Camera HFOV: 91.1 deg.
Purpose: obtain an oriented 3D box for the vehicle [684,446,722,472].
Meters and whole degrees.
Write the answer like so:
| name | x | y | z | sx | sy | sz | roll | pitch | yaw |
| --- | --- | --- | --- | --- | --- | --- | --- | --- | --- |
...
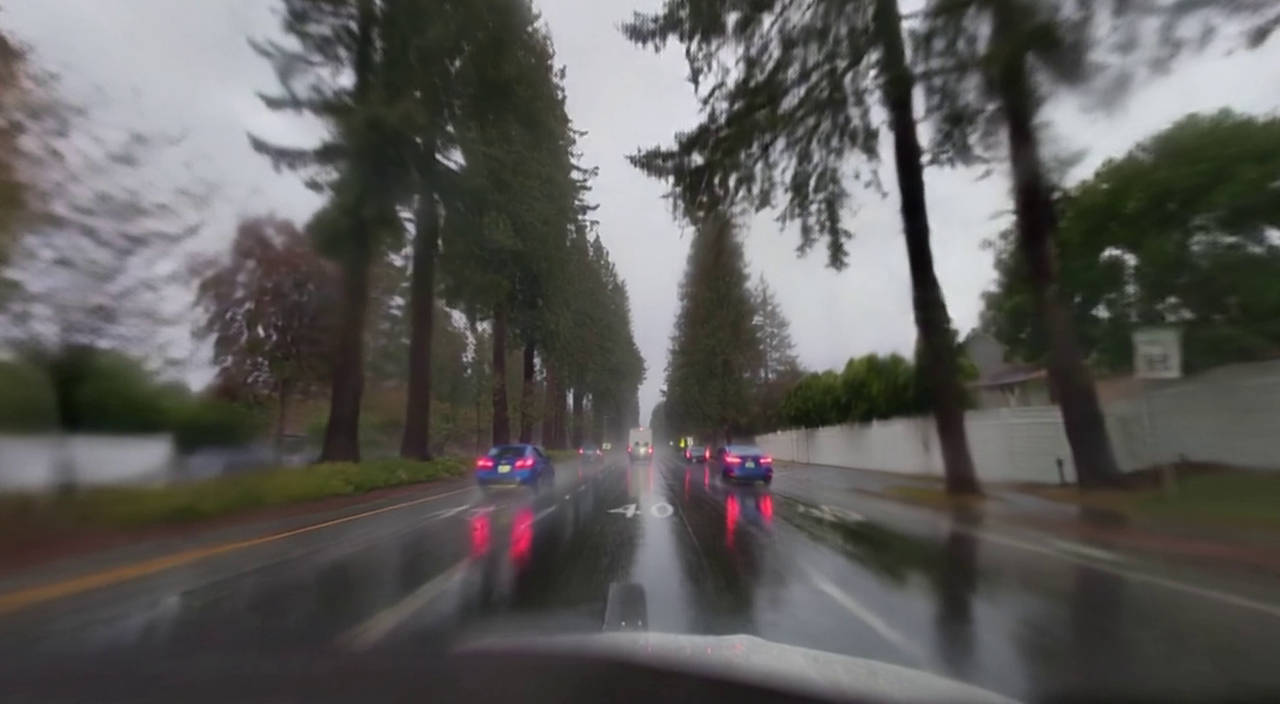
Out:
| name | x | y | z | sx | sy | sz | roll | pitch | yaw |
| --- | --- | --- | --- | --- | --- | --- | --- | --- | --- |
| vehicle | 3.896 | 6.705 | 39.639 | 1.905 | 1.520 | 4.340 | 2 | -8 | -1 |

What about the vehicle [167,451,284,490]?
| name | x | y | z | sx | sy | sz | roll | pitch | yaw |
| --- | --- | --- | --- | --- | --- | --- | --- | --- | --- |
| vehicle | -17.821 | 5.072 | 27.299 | 1.852 | 1.471 | 4.746 | 0 | -8 | 0 |

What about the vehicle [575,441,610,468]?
| name | x | y | z | sx | sy | sz | roll | pitch | yaw |
| --- | --- | --- | --- | --- | --- | --- | --- | --- | --- |
| vehicle | -3.199 | 7.047 | 43.308 | 2.021 | 1.715 | 4.329 | 0 | -8 | 1 |

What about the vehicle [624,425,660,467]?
| name | x | y | z | sx | sy | sz | roll | pitch | yaw |
| --- | --- | --- | --- | --- | --- | --- | --- | --- | --- |
| vehicle | 0.181 | 6.618 | 44.108 | 2.311 | 2.726 | 5.814 | 0 | -8 | 1 |

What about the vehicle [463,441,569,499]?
| name | x | y | z | sx | sy | sz | roll | pitch | yaw |
| --- | --- | --- | --- | --- | --- | --- | --- | --- | --- |
| vehicle | -3.435 | 3.354 | 18.377 | 2.036 | 1.474 | 4.647 | 0 | -8 | 2 |

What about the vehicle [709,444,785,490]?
| name | x | y | z | sx | sy | sz | roll | pitch | yaw |
| --- | --- | --- | --- | --- | --- | --- | --- | --- | --- |
| vehicle | 3.681 | 4.019 | 22.362 | 1.945 | 1.469 | 4.258 | 0 | -8 | 0 |
